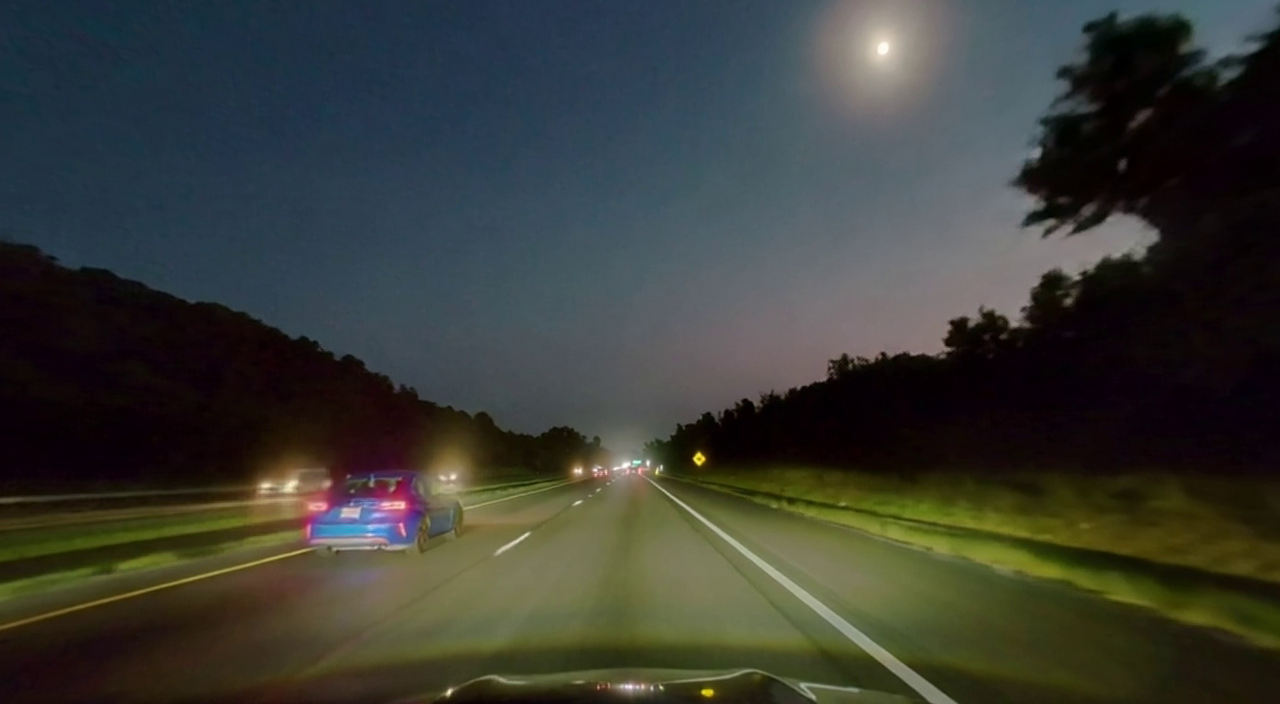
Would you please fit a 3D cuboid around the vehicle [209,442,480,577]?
[{"bbox_3d":[-3.964,2.212,9.422,2.017,1.516,4.041,1,-10,0],"label":"vehicle"}]
